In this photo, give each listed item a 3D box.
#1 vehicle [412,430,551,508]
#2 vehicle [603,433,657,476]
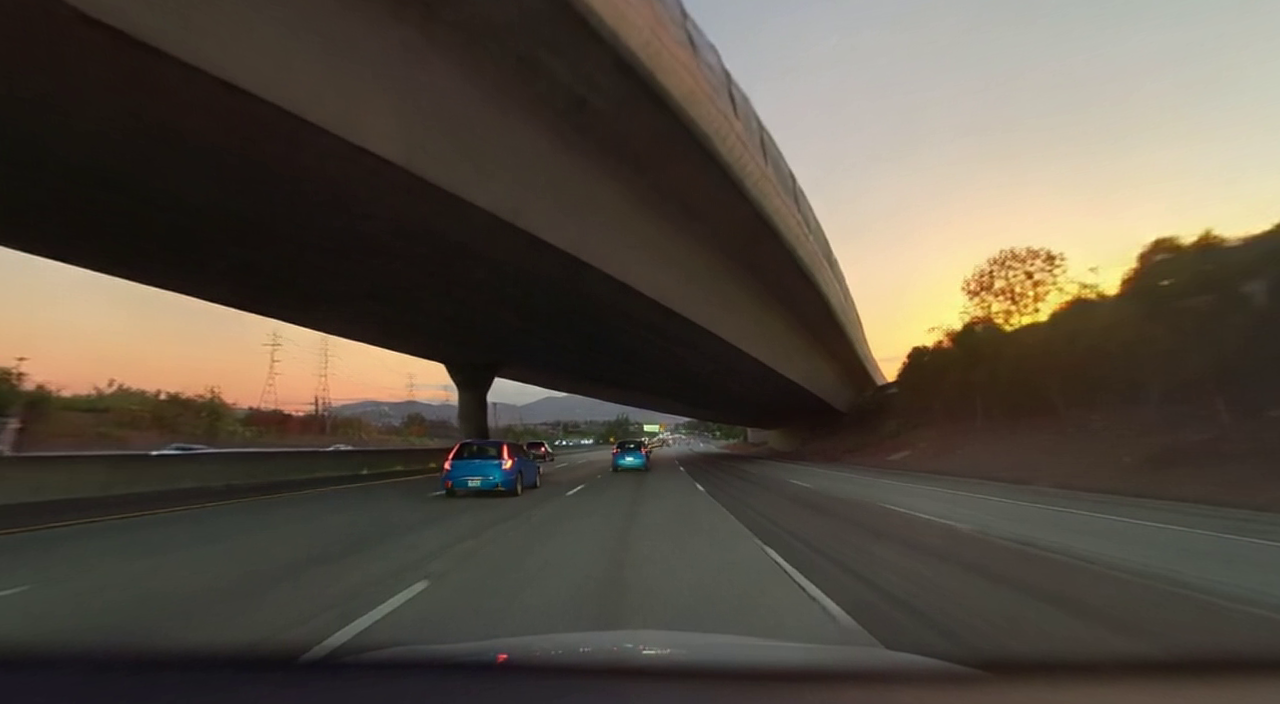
[{"bbox_3d":[-3.625,2.781,15.376,2.124,1.607,4.531,0,-9,1],"label":"vehicle"},{"bbox_3d":[-0.367,4.432,27.389,2.155,1.690,4.318,0,-9,1],"label":"vehicle"}]
